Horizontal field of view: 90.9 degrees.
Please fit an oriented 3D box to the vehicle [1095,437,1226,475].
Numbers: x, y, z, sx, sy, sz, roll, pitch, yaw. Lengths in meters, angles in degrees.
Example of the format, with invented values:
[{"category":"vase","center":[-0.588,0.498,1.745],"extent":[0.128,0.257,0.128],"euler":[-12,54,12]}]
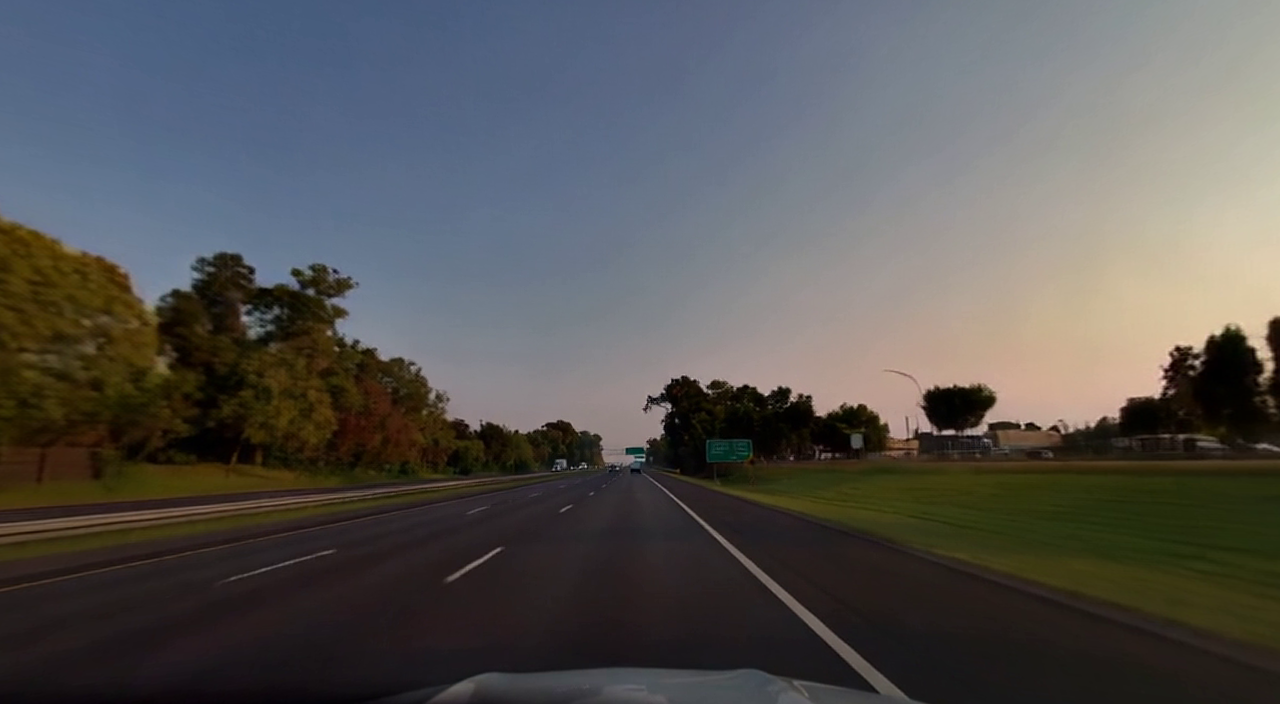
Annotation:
[{"category":"vehicle","center":[25.778,5.191,31.326],"extent":[4.723,1.688,2.004],"euler":[-9,-15,43]}]
